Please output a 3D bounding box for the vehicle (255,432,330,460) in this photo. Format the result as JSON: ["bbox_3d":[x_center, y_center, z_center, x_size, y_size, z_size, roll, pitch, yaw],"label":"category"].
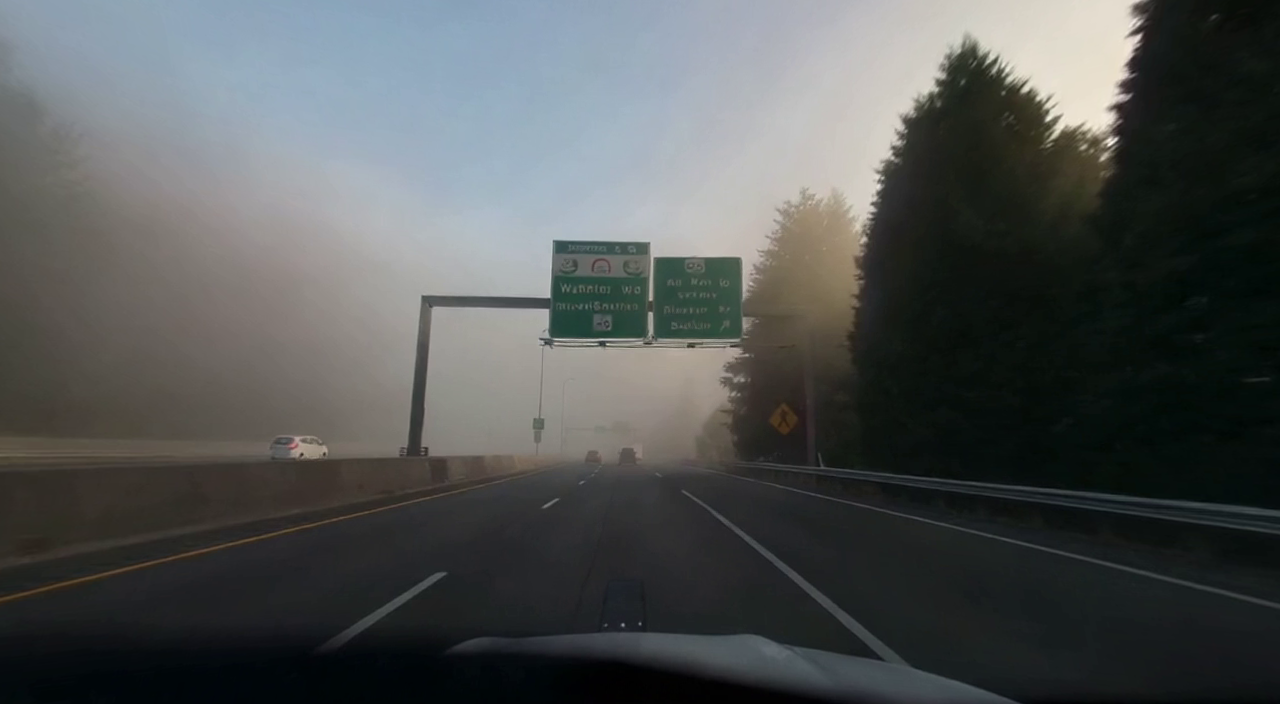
[{"bbox_3d":[-19.432,5.286,35.478,1.901,1.465,4.173,0,-9,-1],"label":"vehicle"}]
